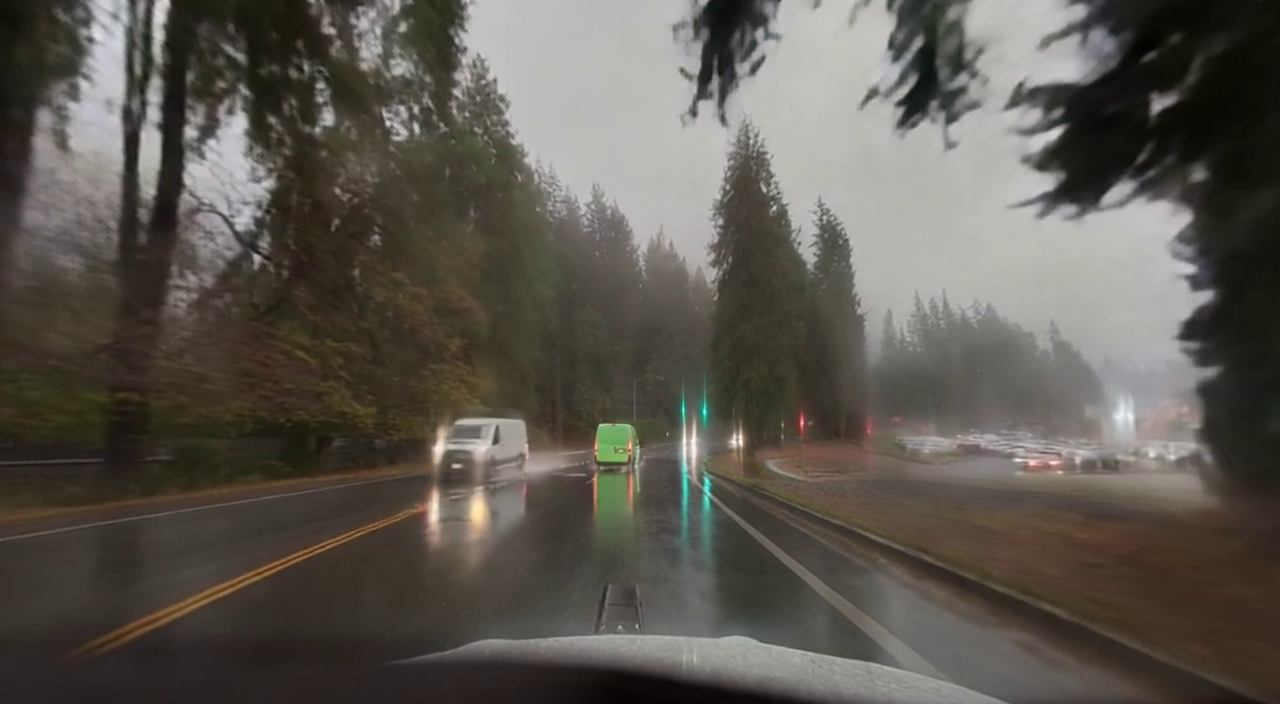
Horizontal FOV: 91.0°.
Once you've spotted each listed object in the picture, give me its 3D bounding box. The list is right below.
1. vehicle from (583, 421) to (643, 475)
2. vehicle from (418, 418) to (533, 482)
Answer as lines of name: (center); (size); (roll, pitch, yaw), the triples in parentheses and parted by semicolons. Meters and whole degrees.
vehicle: (-1.110, 4.335, 28.608); (2.362, 2.185, 5.212); (0, -8, 1)
vehicle: (-5.647, 3.486, 22.579); (2.295, 1.981, 5.836); (0, -8, 3)
